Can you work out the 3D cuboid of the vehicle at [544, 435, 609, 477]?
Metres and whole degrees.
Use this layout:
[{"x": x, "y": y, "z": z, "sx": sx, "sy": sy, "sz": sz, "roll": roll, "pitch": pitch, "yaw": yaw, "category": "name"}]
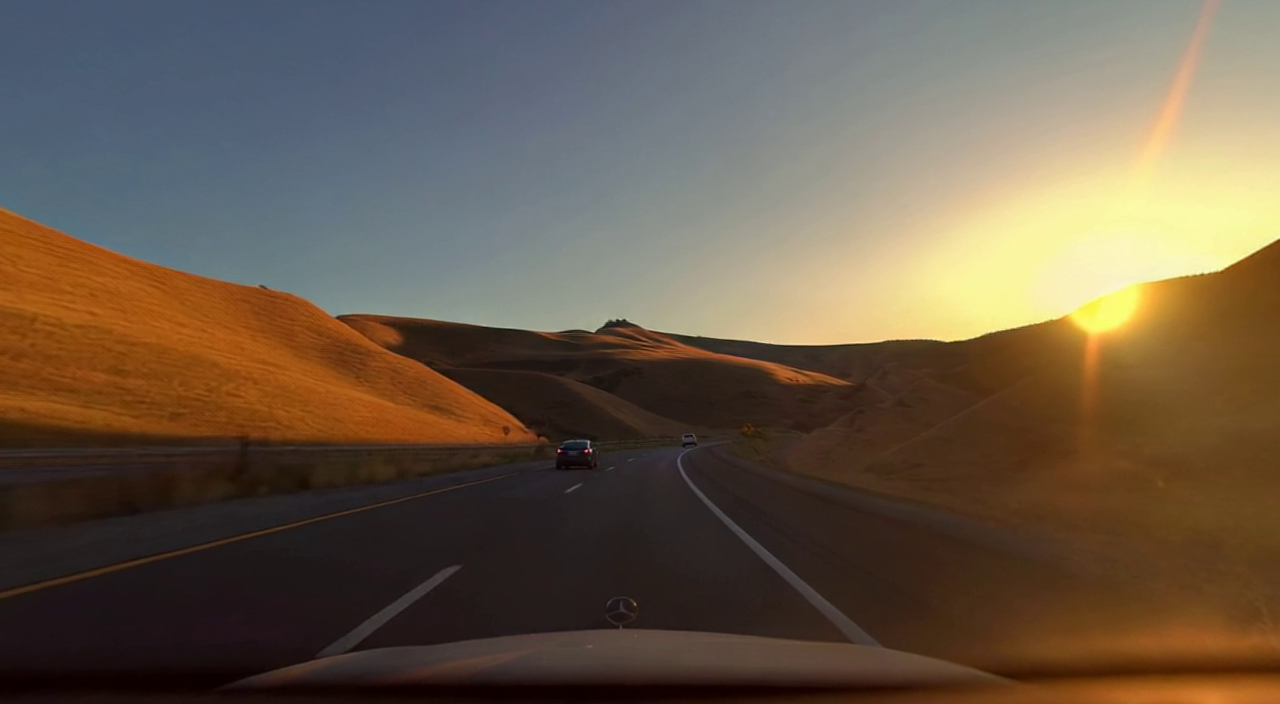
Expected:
[{"x": -2.804, "y": 4.738, "z": 29.025, "sx": 2.252, "sy": 1.743, "sz": 4.560, "roll": 0, "pitch": -8, "yaw": 3, "category": "vehicle"}]
